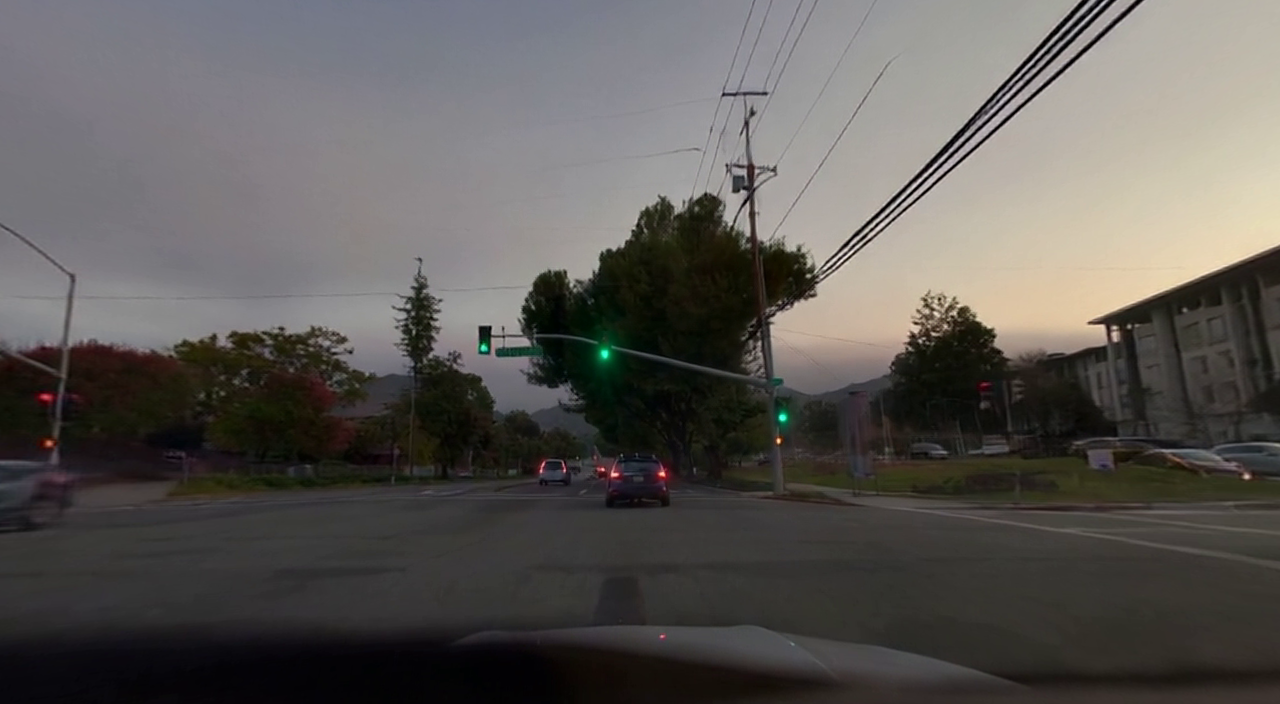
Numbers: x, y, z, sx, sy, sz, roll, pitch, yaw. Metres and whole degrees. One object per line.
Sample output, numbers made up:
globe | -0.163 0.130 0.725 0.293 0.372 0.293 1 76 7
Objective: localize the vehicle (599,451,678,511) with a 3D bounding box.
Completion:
vehicle | -0.081 3.891 19.428 2.156 1.636 3.923 0 -9 -1

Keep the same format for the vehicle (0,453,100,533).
vehicle | -13.675 2.771 12.418 2.025 1.571 4.636 0 -9 -1

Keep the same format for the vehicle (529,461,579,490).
vehicle | -4.711 6.817 35.165 2.153 1.474 4.284 0 -9 0
